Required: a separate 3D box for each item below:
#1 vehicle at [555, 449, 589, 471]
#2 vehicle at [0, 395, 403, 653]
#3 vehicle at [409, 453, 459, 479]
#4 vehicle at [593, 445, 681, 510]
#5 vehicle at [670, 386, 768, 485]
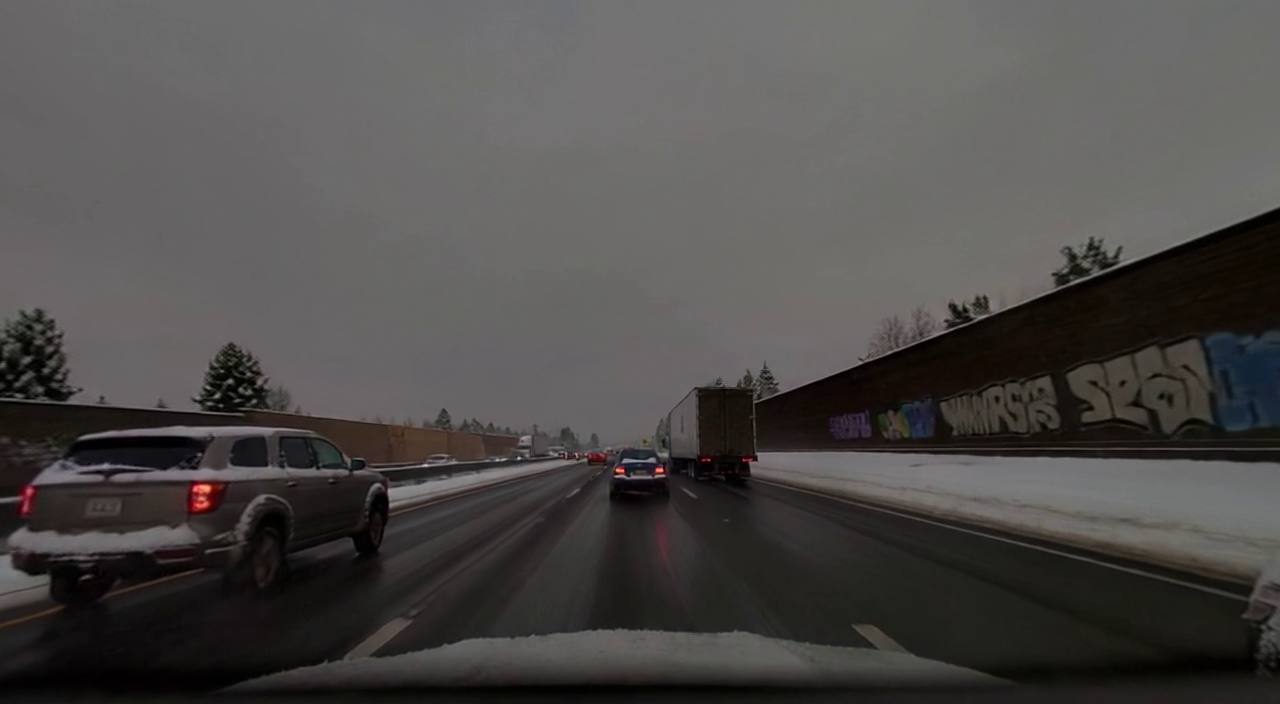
[{"bbox_3d":[-4.929,7.941,46.327,2.067,1.481,4.085,0,-9,0],"label":"vehicle"},{"bbox_3d":[-4.433,1.534,6.739,1.988,1.750,4.711,0,-9,-1],"label":"vehicle"},{"bbox_3d":[-12.191,6.762,37.461,1.767,1.418,3.555,0,-9,0],"label":"vehicle"},{"bbox_3d":[-0.117,3.200,16.584,2.033,1.468,4.015,0,-9,-1],"label":"vehicle"},{"bbox_3d":[3.537,4.452,32.747,2.902,4.014,14.446,0,-9,-1],"label":"vehicle"}]
